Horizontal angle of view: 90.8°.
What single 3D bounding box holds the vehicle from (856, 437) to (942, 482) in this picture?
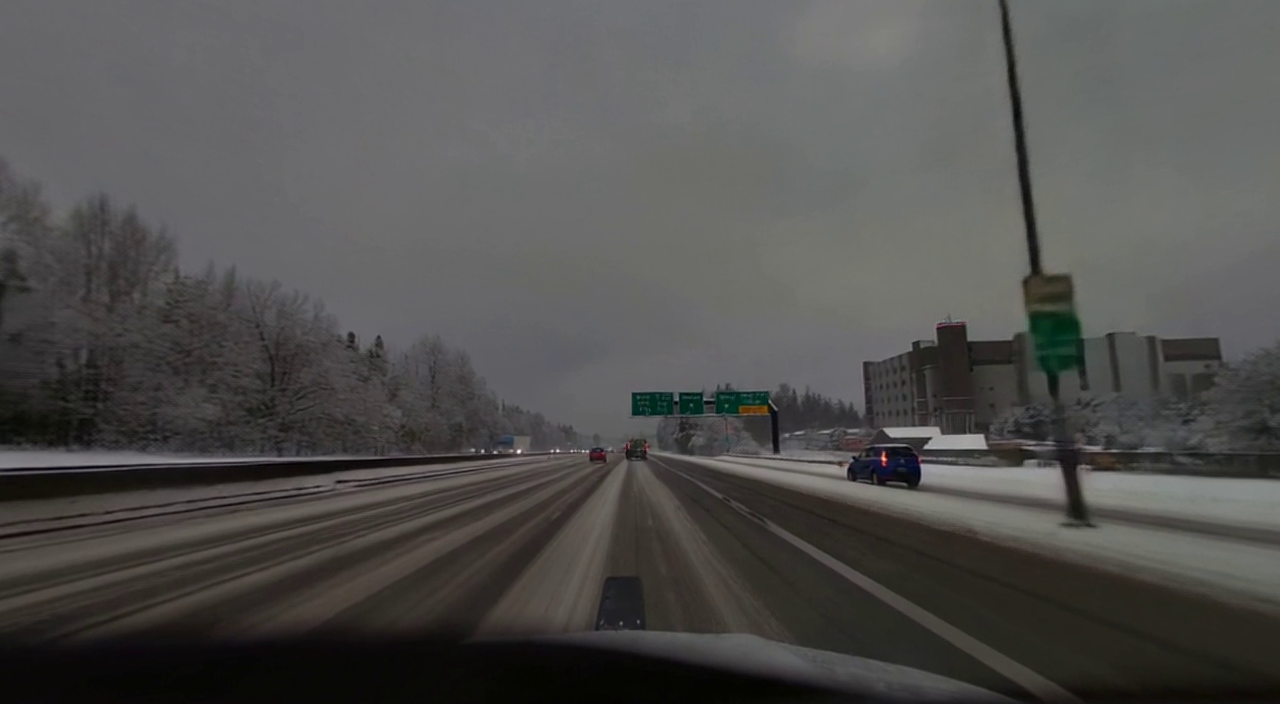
[{"bbox_3d":[14.627,6.105,36.108,2.411,2.326,5.300,0,-9,-3],"label":"vehicle"}]
